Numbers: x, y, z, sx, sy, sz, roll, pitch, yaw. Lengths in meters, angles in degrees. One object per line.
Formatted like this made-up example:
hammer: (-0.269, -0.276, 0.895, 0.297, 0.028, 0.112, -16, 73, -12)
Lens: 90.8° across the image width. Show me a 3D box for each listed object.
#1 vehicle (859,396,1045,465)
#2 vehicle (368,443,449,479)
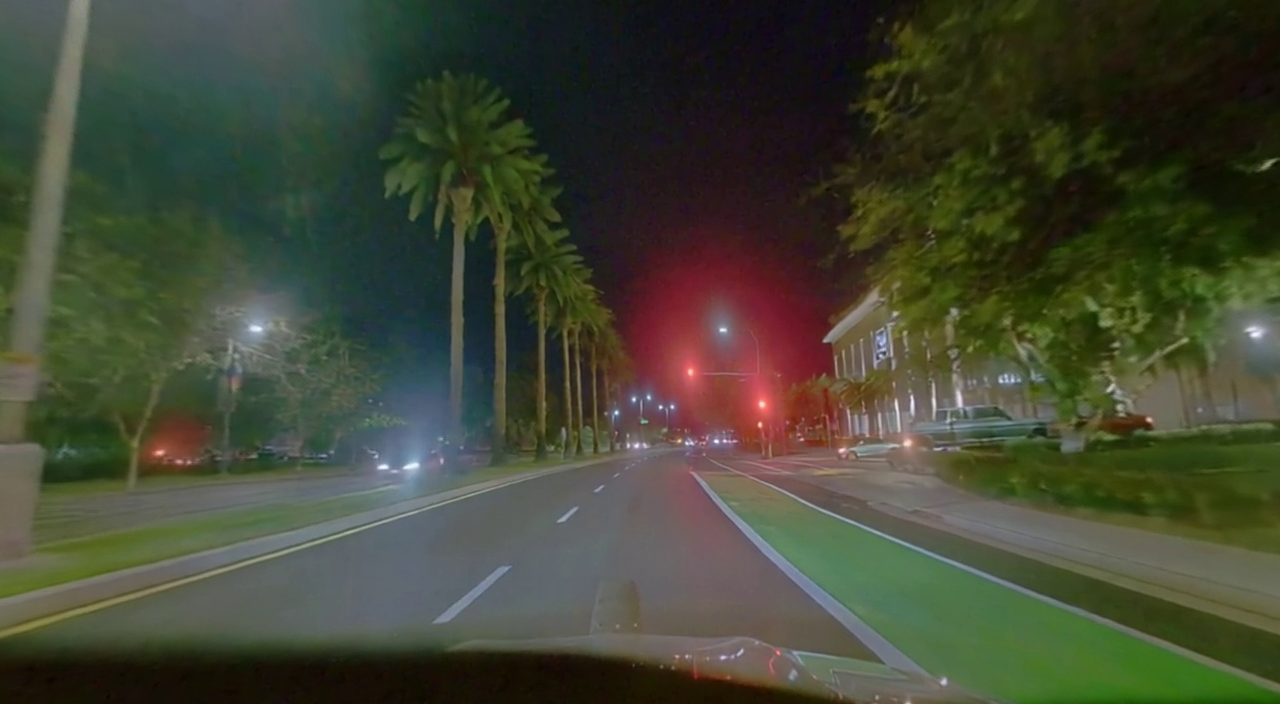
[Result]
vehicle: (15.008, 3.823, 30.739, 7.635, 3.131, 2.691, 0, -9, -5)
vehicle: (-10.479, 4.959, 28.953, 1.925, 1.492, 4.200, -1, -9, 3)
